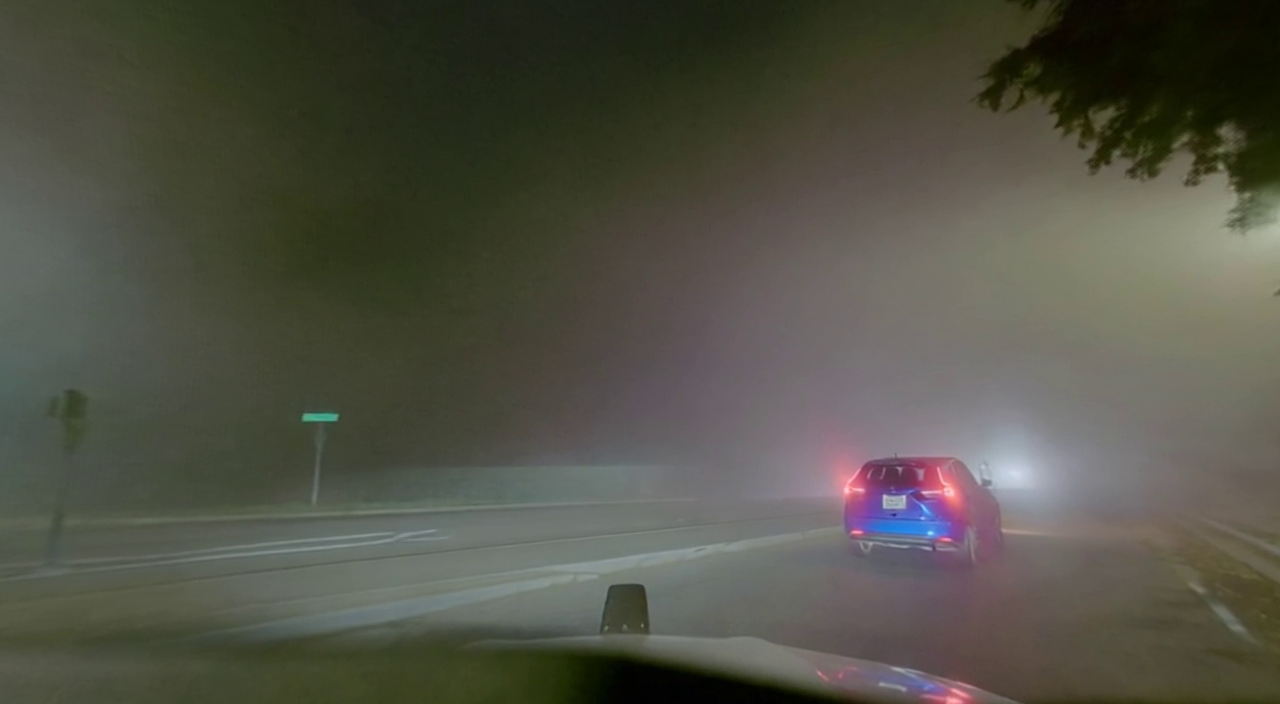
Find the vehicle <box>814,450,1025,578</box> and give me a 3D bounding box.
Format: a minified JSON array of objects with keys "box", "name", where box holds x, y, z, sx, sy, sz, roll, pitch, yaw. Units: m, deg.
[{"box":[4.605,2.339,10.044,2.148,1.521,4.089,-6,-10,36],"name":"vehicle"}]
